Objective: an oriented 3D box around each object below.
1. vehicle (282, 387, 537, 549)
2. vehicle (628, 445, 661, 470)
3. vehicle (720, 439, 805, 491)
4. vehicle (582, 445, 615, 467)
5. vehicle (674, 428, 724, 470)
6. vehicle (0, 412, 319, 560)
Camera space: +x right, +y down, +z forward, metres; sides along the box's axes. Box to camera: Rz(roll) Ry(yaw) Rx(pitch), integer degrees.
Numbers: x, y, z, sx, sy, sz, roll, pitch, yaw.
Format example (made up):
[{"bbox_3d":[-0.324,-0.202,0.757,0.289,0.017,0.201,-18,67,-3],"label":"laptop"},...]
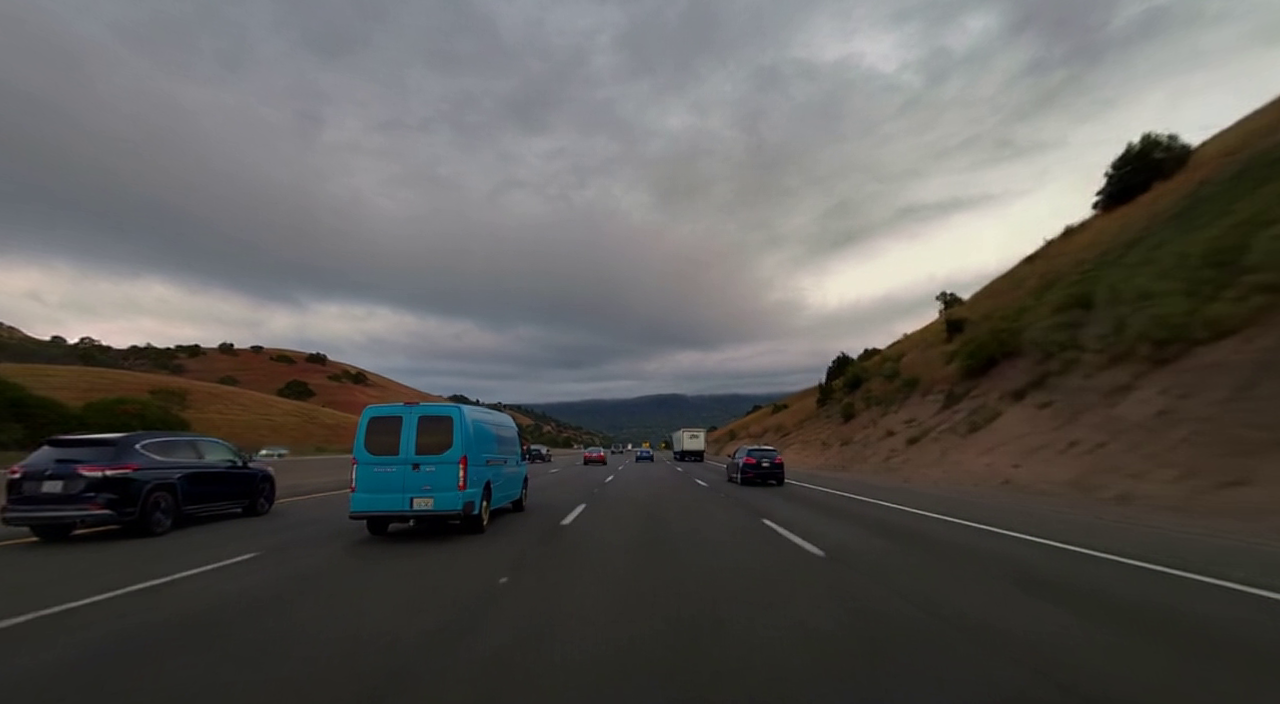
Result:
[{"bbox_3d":[-3.626,2.026,11.567,2.421,2.203,5.775,0,-9,1],"label":"vehicle"},{"bbox_3d":[0.299,6.864,41.246,2.014,1.543,3.804,0,-9,0],"label":"vehicle"},{"bbox_3d":[4.086,3.848,21.776,2.051,1.598,4.145,0,-9,-1],"label":"vehicle"},{"bbox_3d":[-3.101,7.911,48.162,2.138,1.581,4.340,0,-9,1],"label":"vehicle"},{"bbox_3d":[4.096,6.991,45.207,2.877,2.730,7.831,0,-9,0],"label":"vehicle"},{"bbox_3d":[-7.411,1.960,9.925,2.054,1.715,4.928,0,-9,0],"label":"vehicle"}]
